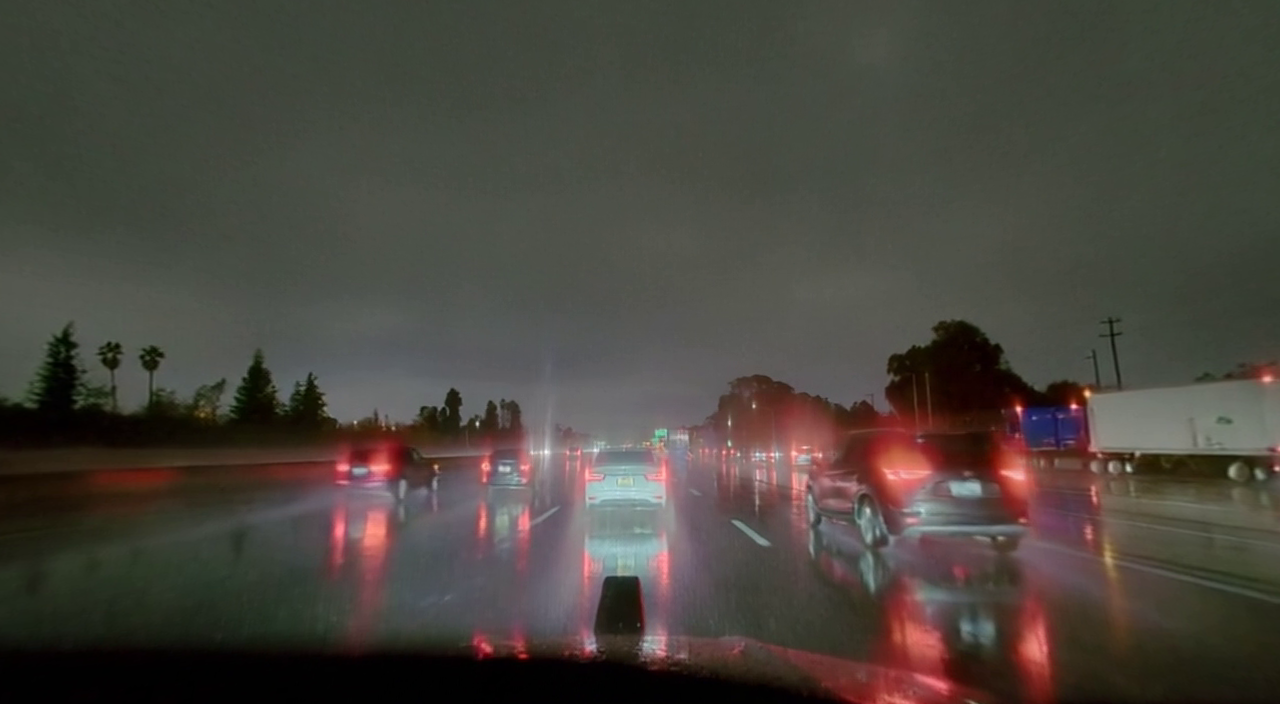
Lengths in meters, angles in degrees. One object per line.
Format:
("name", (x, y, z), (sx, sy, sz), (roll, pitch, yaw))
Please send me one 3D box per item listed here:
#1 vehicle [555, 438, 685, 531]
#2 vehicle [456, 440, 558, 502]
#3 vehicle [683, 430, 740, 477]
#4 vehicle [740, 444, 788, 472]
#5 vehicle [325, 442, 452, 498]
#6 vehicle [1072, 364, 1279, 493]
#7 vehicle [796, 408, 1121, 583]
("vehicle", (-0.295, 2.487, 12.430), (2.132, 1.499, 4.038), (0, -9, 1))
("vehicle", (-3.667, 3.375, 18.225), (1.926, 1.542, 4.329), (0, -9, 1))
("vehicle", (3.727, 5.425, 33.847), (2.440, 2.313, 5.266), (0, -9, 0))
("vehicle", (7.564, 6.511, 38.837), (2.055, 1.650, 4.241), (0, -9, -1))
("vehicle", (-7.881, 3.724, 20.352), (2.032, 1.549, 4.850), (0, -9, 1))
("vehicle", (21.392, 2.820, 22.501), (2.970, 4.079, 10.086), (3, -9, -14))
("vehicle", (3.593, 1.698, 8.192), (2.053, 1.666, 4.106), (0, -9, 0))
